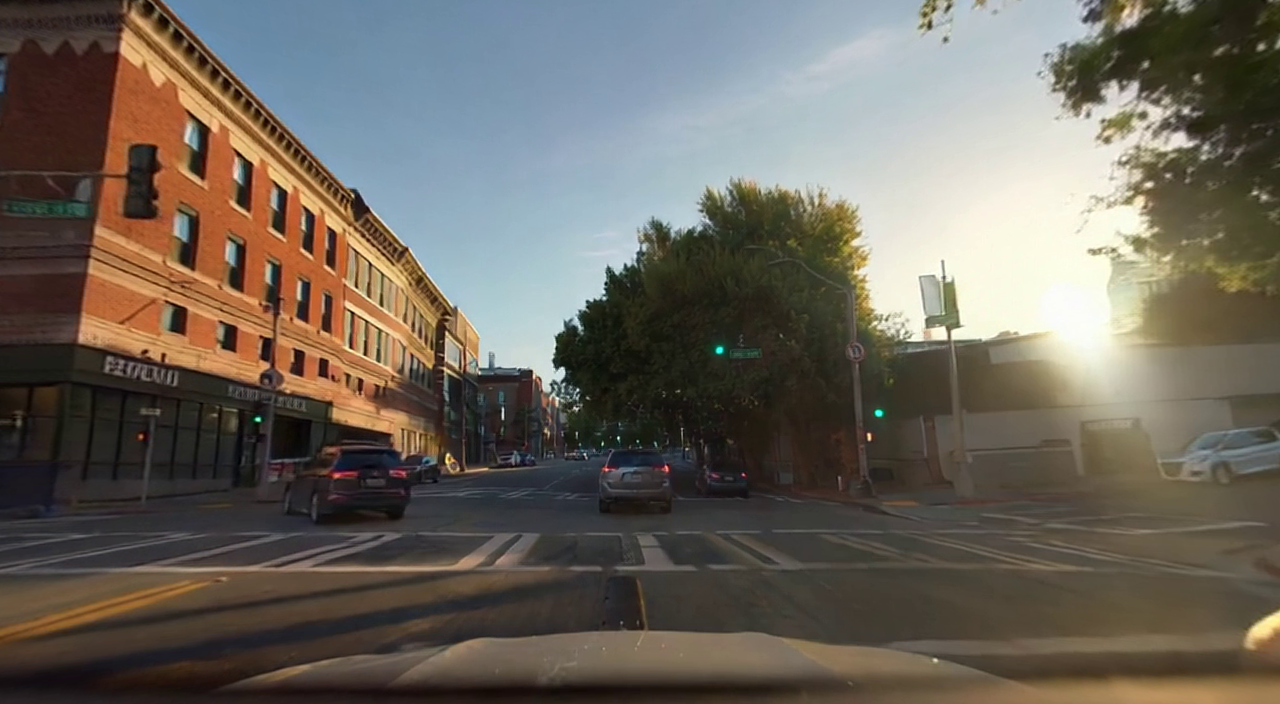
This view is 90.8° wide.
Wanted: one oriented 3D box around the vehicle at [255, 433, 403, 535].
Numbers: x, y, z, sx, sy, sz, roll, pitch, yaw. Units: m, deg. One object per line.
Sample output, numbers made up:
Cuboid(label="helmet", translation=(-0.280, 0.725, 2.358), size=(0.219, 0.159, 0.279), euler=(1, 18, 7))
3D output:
Cuboid(label="vehicle", translation=(-6.856, 2.733, 13.701), size=(1.855, 1.812, 4.244), euler=(7, -11, -39))

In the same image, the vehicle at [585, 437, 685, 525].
Cuboid(label="vehicle", translation=(-0.166, 3.090, 15.742), size=(2.105, 1.842, 4.537), euler=(0, -9, -2))

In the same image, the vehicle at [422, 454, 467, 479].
Cuboid(label="vehicle", translation=(-14.332, 8.414, 46.636), size=(1.891, 1.659, 4.360), euler=(0, -9, 0))

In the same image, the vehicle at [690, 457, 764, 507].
Cuboid(label="vehicle", translation=(2.840, 4.337, 21.534), size=(1.852, 1.462, 4.155), euler=(0, -9, -1))

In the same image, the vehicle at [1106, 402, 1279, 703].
Cuboid(label="vehicle", translation=(3.229, 0.681, 0.567), size=(2.026, 1.499, 4.662), euler=(0, -9, 0))
